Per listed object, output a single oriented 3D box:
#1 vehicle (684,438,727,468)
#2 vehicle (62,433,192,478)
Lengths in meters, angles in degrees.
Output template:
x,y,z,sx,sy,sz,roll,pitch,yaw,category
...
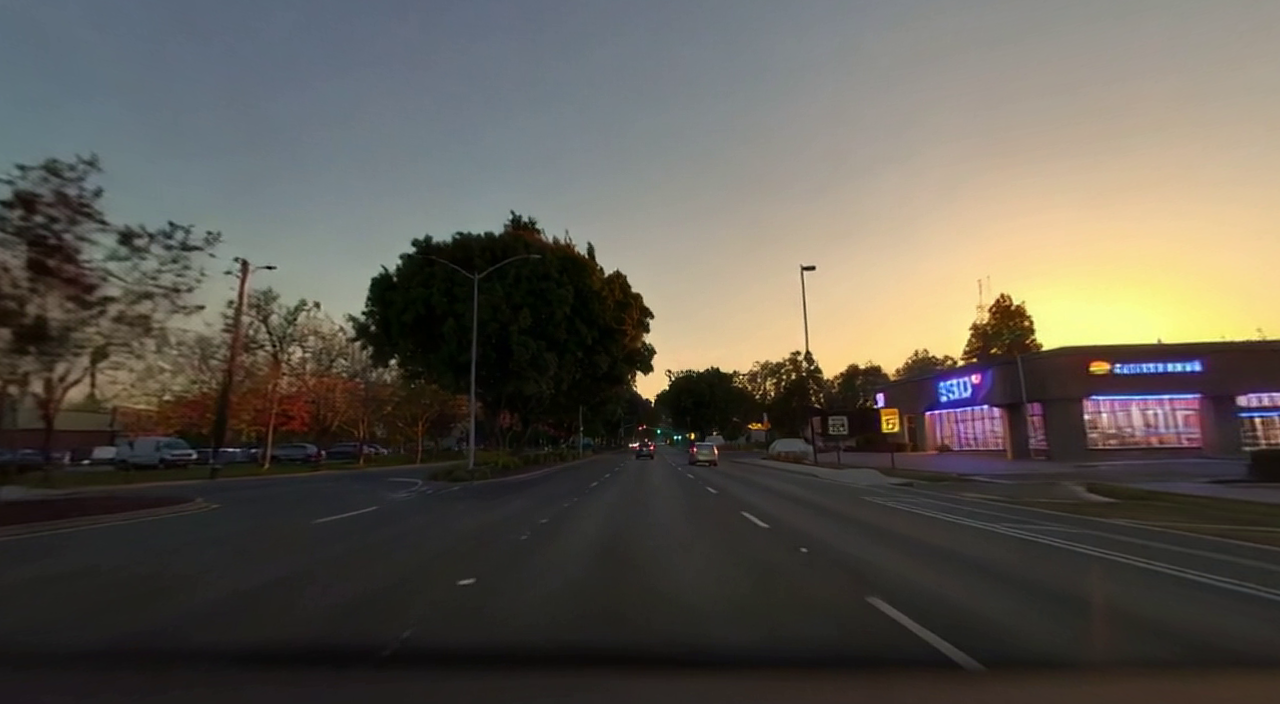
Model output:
x,y,z,sx,sy,sz,roll,pitch,yaw,category
3.828,5.986,37.555,2.007,1.683,4.171,0,-8,-1,vehicle
-32.693,6.595,40.342,6.090,2.737,2.475,-1,-8,1,vehicle
